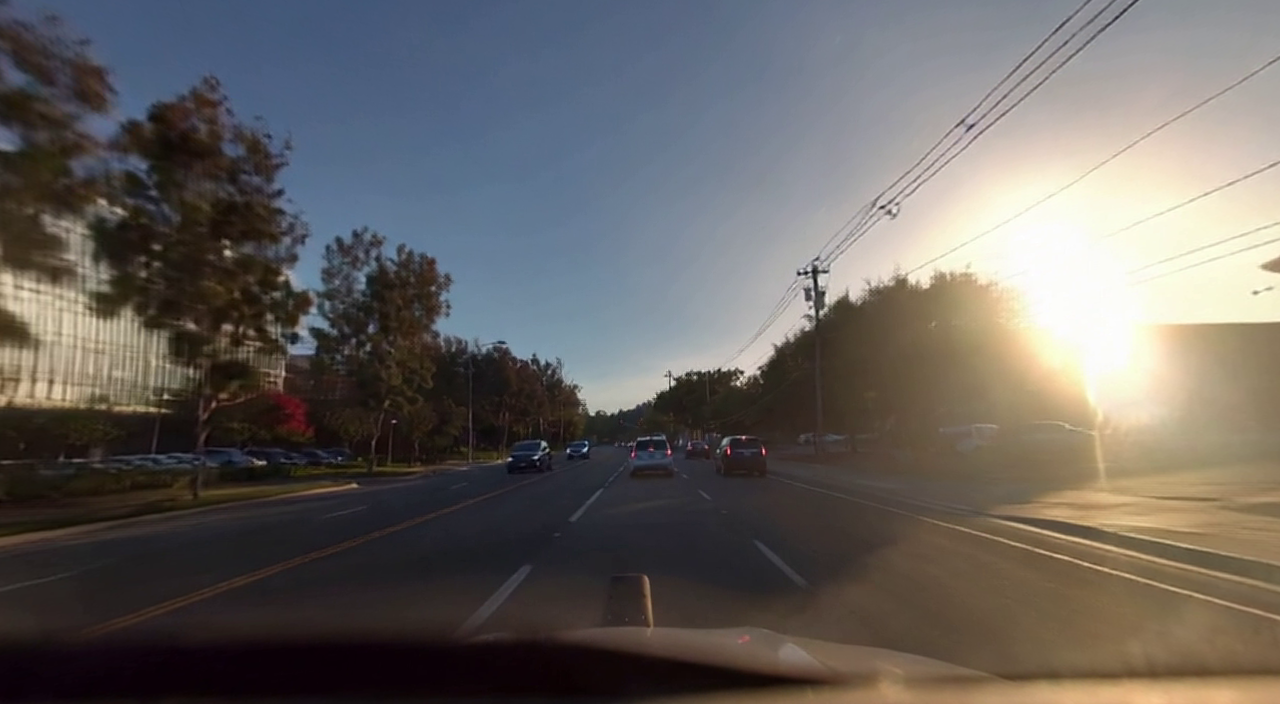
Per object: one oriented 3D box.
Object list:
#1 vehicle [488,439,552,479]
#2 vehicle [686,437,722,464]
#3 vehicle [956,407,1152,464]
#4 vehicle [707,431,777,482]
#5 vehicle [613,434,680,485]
[{"bbox_3d":[-5.921,5.342,31.700,2.193,1.802,4.946,0,-8,1],"label":"vehicle"},{"bbox_3d":[4.382,6.820,43.772,2.024,1.711,4.512,0,-8,1],"label":"vehicle"},{"bbox_3d":[15.417,3.214,23.897,5.731,1.720,2.822,-9,-10,31],"label":"vehicle"},{"bbox_3d":[3.678,3.850,23.477,1.914,1.698,4.049,0,-8,0],"label":"vehicle"},{"bbox_3d":[0.241,3.883,23.019,2.200,1.653,4.127,0,-8,1],"label":"vehicle"}]
